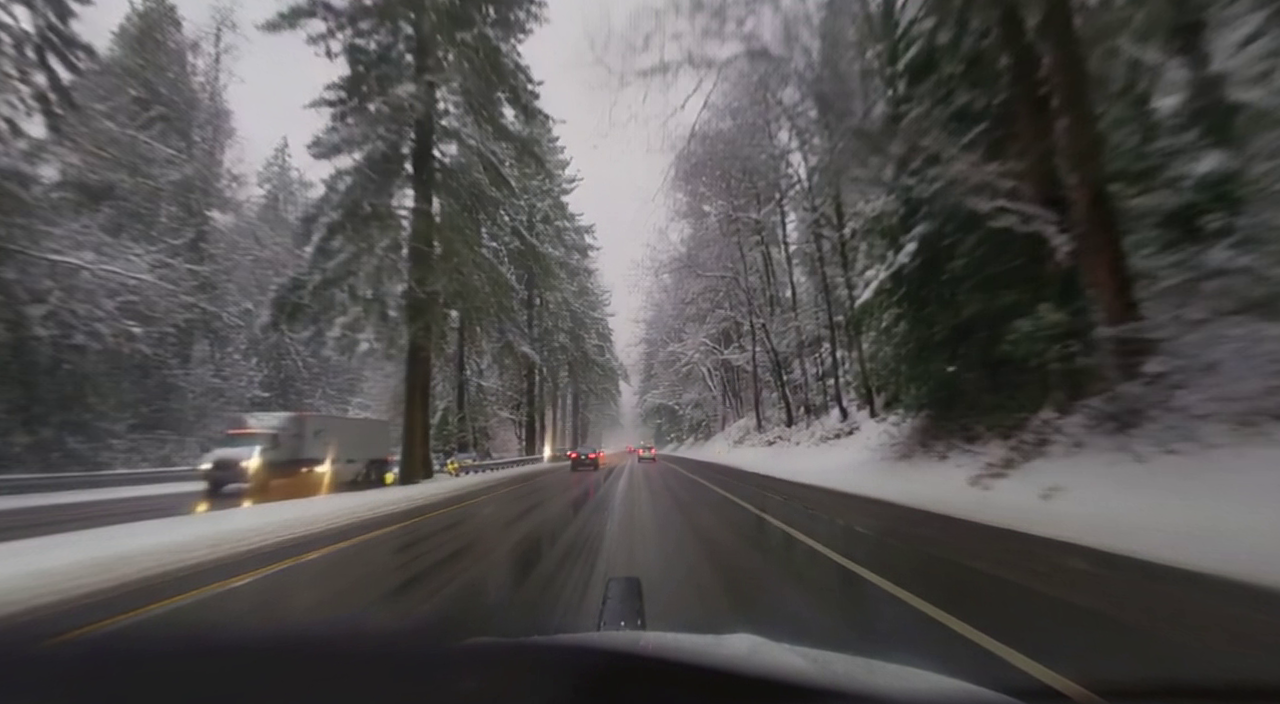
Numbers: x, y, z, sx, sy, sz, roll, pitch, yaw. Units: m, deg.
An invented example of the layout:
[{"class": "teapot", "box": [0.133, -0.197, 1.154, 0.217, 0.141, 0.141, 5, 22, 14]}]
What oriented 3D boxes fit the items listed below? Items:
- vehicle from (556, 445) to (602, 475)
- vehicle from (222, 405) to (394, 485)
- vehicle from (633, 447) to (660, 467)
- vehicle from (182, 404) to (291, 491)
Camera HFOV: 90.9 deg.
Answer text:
[{"class": "vehicle", "box": [-3.233, 5.857, 34.399, 2.112, 1.498, 4.117, 0, -9, 0]}, {"class": "vehicle", "box": [-19.129, 5.658, 38.162, 2.881, 3.904, 14.146, 0, -9, -1]}, {"class": "vehicle", "box": [0.442, 8.062, 48.449, 1.989, 1.402, 3.831, 0, -9, -1]}, {"class": "vehicle", "box": [-19.031, 4.510, 29.952, 2.908, 3.879, 2.998, 0, -9, -1]}]
